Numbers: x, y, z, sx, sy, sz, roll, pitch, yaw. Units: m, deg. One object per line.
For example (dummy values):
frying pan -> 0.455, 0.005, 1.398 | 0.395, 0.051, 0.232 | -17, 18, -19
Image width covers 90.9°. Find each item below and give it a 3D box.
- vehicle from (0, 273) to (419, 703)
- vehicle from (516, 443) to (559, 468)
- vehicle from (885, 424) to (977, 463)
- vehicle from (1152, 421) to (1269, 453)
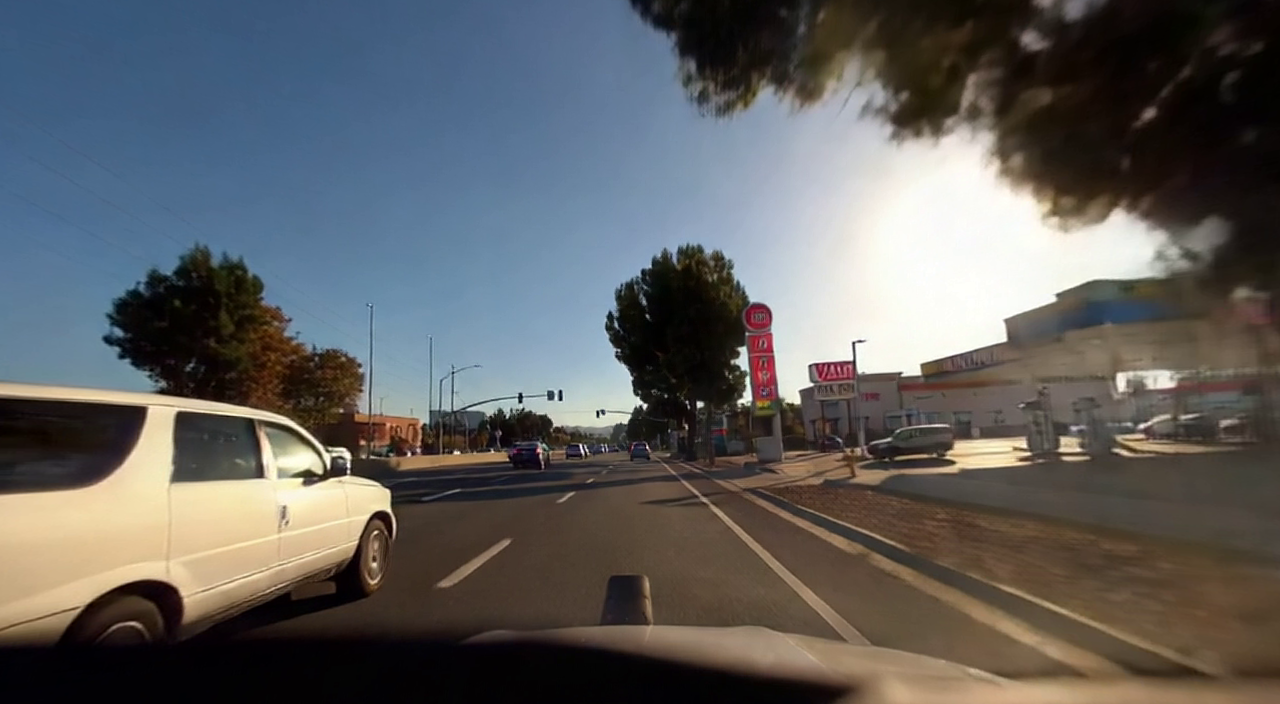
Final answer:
vehicle -> -3.163, 0.883, 3.458 | 2.190, 1.844, 4.751 | 0, -8, 0
vehicle -> -6.537, 6.636, 40.544 | 1.960, 1.468, 4.345 | 0, -8, 1
vehicle -> 16.108, 5.131, 35.295 | 2.178, 1.911, 5.852 | -1, -8, -2
vehicle -> 31.097, 4.706, 34.441 | 1.883, 1.605, 4.459 | 8, -13, -44
